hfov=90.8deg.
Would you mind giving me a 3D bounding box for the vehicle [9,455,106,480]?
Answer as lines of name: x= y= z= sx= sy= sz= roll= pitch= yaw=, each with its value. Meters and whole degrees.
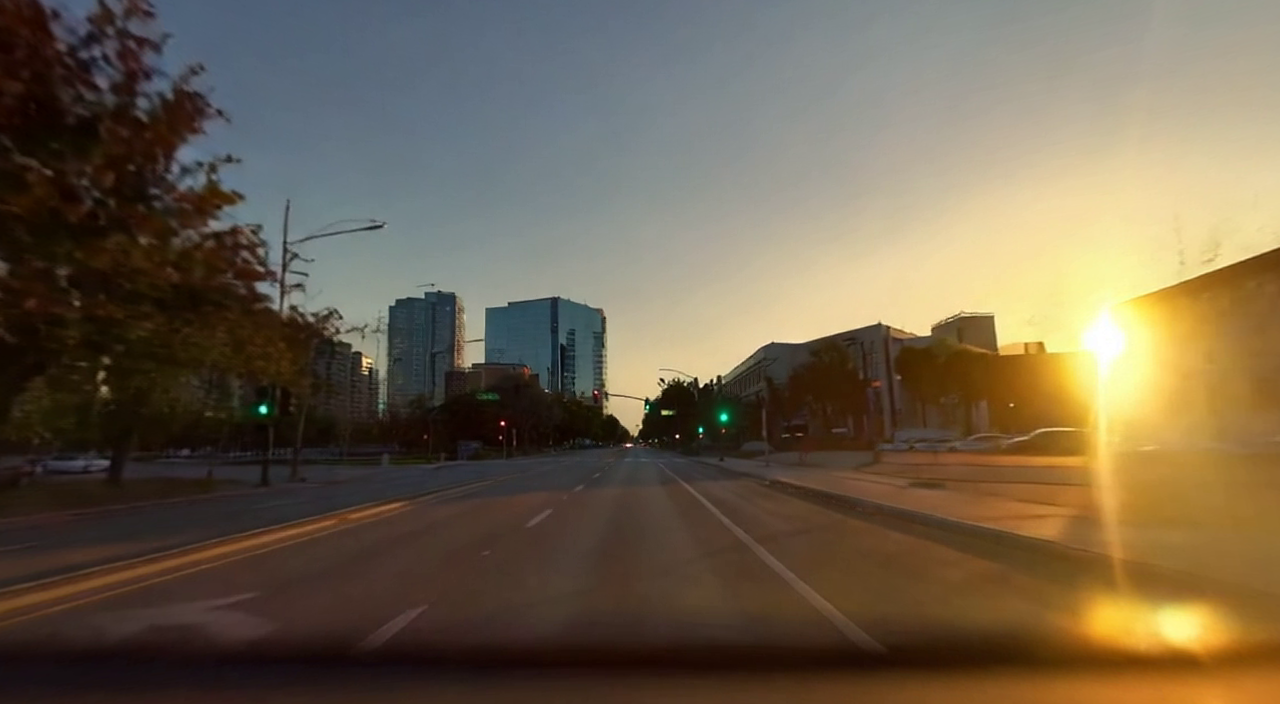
vehicle: x=-37.032 y=7.320 z=40.343 sx=1.807 sy=1.460 sz=4.600 roll=0 pitch=-9 yaw=0
